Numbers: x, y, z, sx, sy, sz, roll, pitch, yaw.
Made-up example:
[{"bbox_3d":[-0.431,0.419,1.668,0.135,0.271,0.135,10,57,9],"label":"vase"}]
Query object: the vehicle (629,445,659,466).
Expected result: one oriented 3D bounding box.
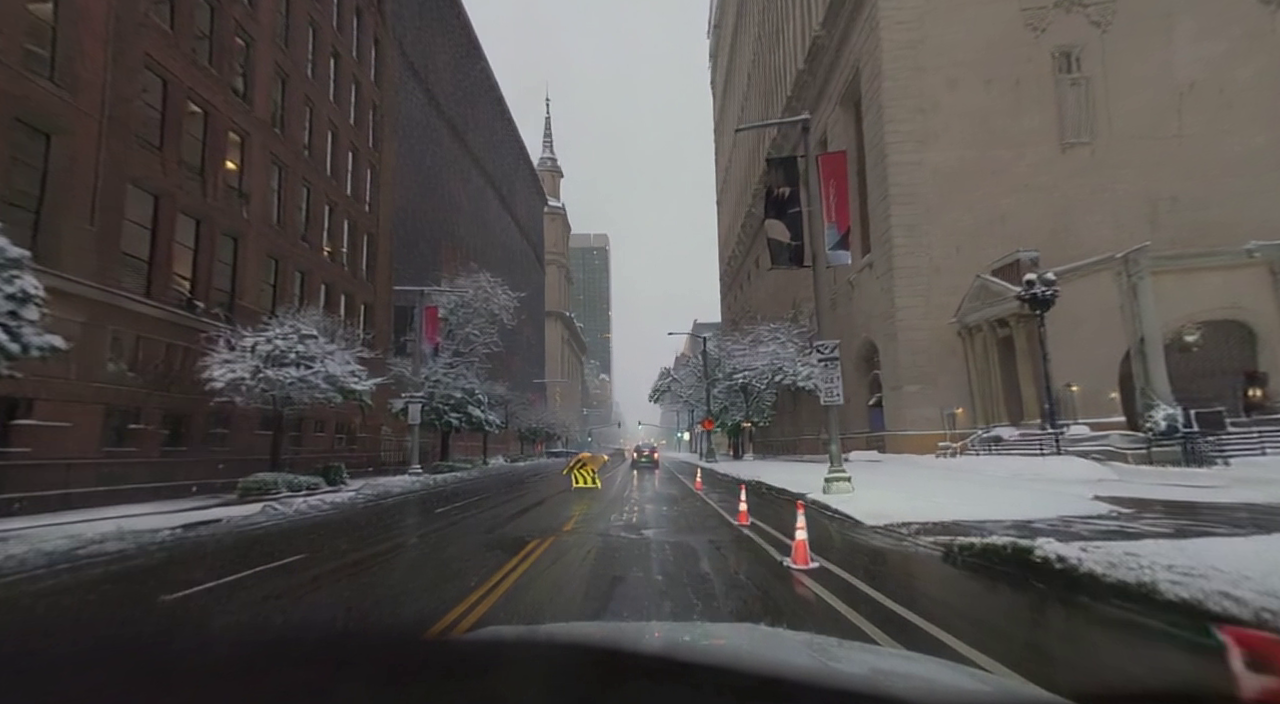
[{"bbox_3d":[0.342,7.877,48.156,2.216,1.492,4.725,0,-8,1],"label":"vehicle"}]
